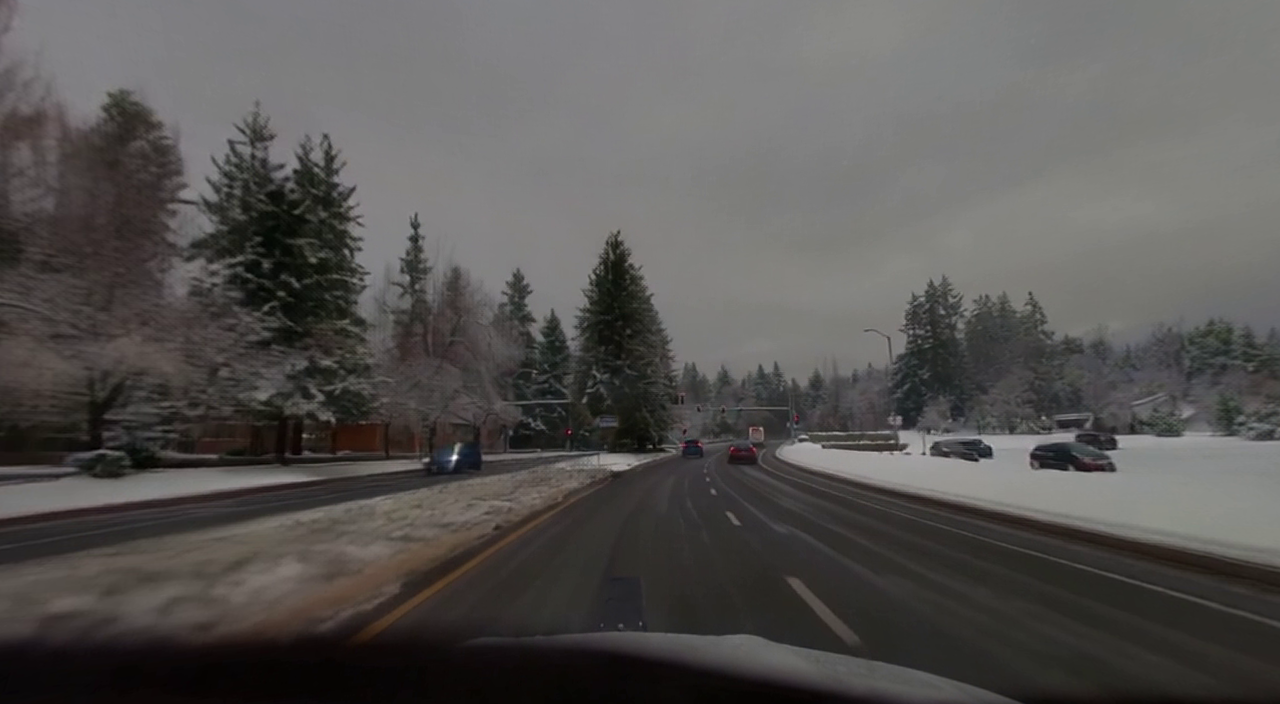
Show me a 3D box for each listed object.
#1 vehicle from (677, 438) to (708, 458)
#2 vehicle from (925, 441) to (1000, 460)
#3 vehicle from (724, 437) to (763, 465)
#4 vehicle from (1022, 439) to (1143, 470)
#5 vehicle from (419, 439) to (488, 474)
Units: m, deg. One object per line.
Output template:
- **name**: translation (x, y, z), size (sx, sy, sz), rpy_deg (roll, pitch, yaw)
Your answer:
- **vehicle**: translation (4.191, 7.576, 49.808), size (2.066, 1.482, 4.273), rpy_deg (-2, -9, 9)
- **vehicle**: translation (24.129, 7.406, 47.369), size (4.627, 1.418, 1.800), rpy_deg (-2, -9, 10)
- **vehicle**: translation (5.973, 5.767, 36.941), size (1.989, 1.497, 4.436), rpy_deg (-1, -8, 6)
- **vehicle**: translation (22.513, 5.226, 32.224), size (4.322, 1.467, 2.457), rpy_deg (0, -8, -2)
- **vehicle**: translation (-10.021, 5.643, 34.304), size (1.969, 1.755, 4.518), rpy_deg (-1, -9, 6)
